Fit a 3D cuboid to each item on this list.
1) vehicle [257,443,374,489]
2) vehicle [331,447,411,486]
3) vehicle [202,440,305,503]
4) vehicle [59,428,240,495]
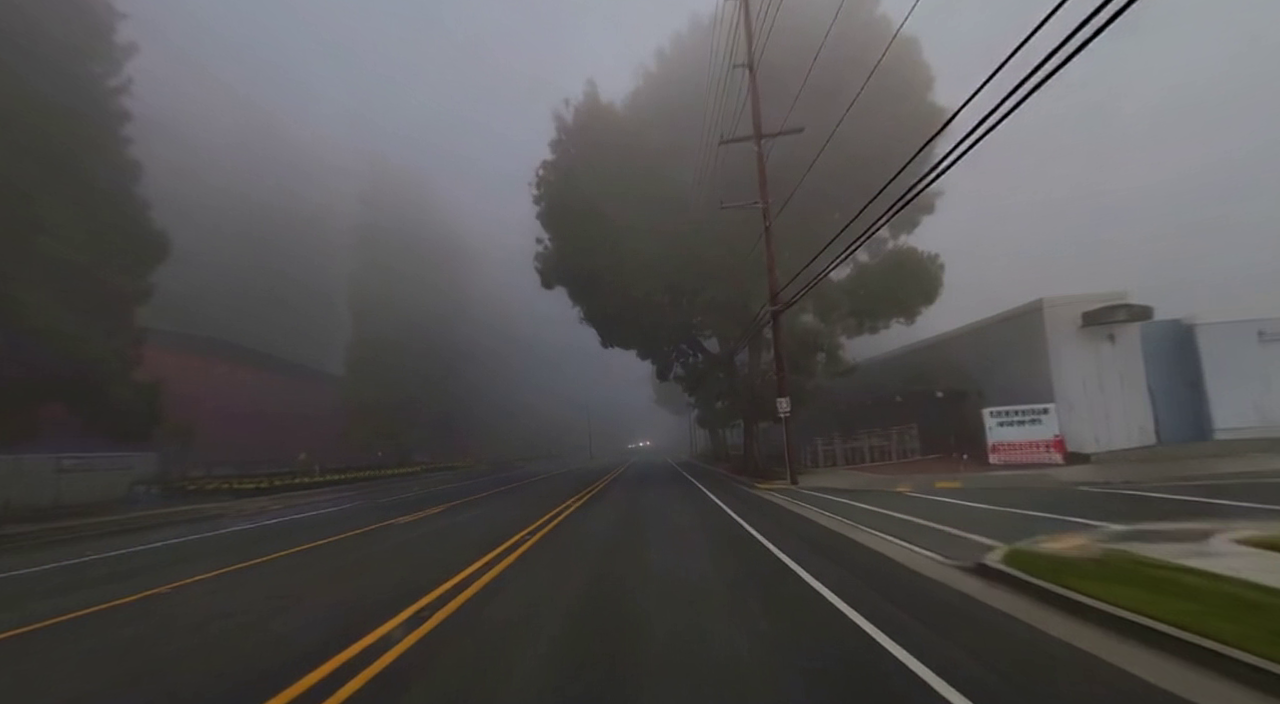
[{"bbox_3d":[-14.120,4.962,27.892,1.949,1.735,5.568,-2,-8,4],"label":"vehicle"},{"bbox_3d":[-14.118,6.024,33.474,2.053,1.772,5.189,-3,-9,0],"label":"vehicle"},{"bbox_3d":[-16.646,5.107,27.388,1.972,1.891,3.936,0,1,2],"label":"vehicle"},{"bbox_3d":[-22.009,4.850,28.848,2.753,2.286,6.659,-8,-7,3],"label":"vehicle"}]
